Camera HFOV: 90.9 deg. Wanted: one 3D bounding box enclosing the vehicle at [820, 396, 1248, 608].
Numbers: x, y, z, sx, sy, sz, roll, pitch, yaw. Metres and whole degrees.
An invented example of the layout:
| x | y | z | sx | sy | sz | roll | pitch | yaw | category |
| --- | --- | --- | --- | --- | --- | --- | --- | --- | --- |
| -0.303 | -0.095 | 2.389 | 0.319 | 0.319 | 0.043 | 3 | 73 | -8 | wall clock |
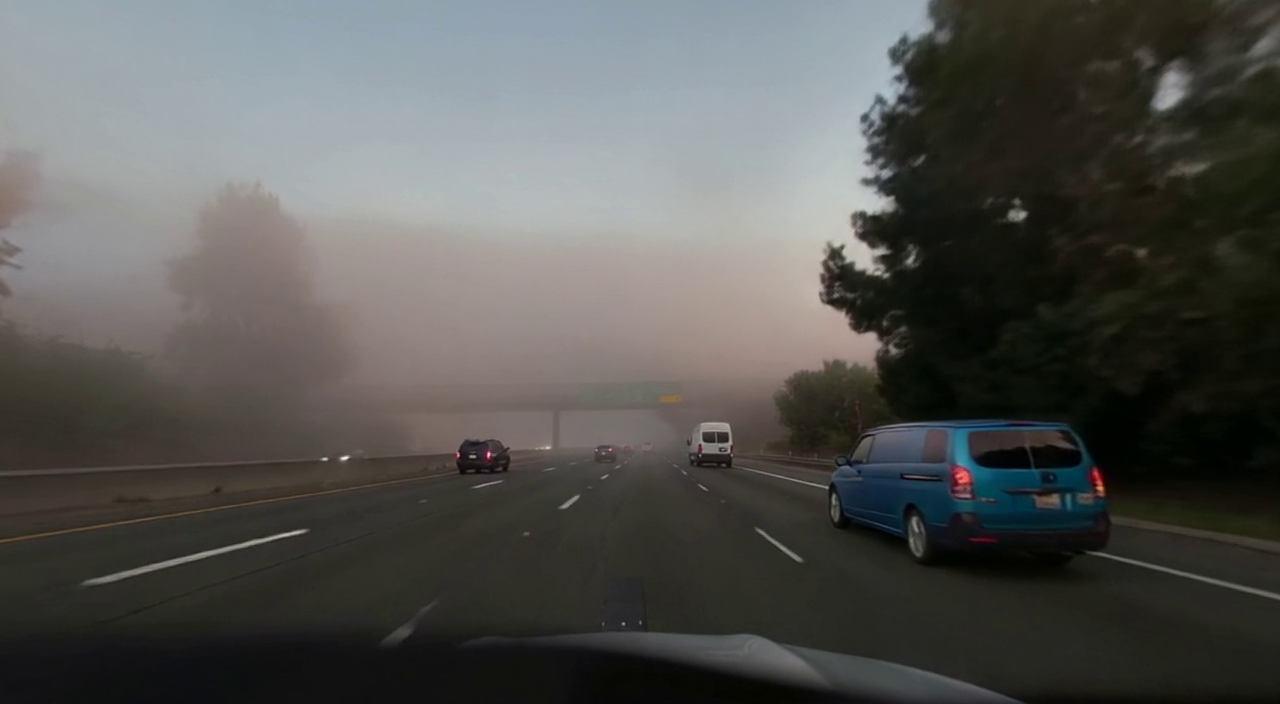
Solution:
| x | y | z | sx | sy | sz | roll | pitch | yaw | category |
| --- | --- | --- | --- | --- | --- | --- | --- | --- | --- |
| 3.835 | 1.551 | 7.431 | 2.100 | 1.690 | 4.536 | 0 | -8 | 0 | vehicle |

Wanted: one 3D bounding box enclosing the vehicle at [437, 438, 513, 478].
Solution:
| x | y | z | sx | sy | sz | roll | pitch | yaw | category |
| --- | --- | --- | --- | --- | --- | --- | --- | --- | --- |
| -7.249 | 4.701 | 28.245 | 2.068 | 1.632 | 4.623 | -1 | -8 | 1 | vehicle |

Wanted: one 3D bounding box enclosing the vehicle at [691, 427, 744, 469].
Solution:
| x | y | z | sx | sy | sz | roll | pitch | yaw | category |
| --- | --- | --- | --- | --- | --- | --- | --- | --- | --- |
| 4.328 | 5.529 | 36.354 | 2.347 | 2.234 | 5.352 | 0 | -8 | 0 | vehicle |
